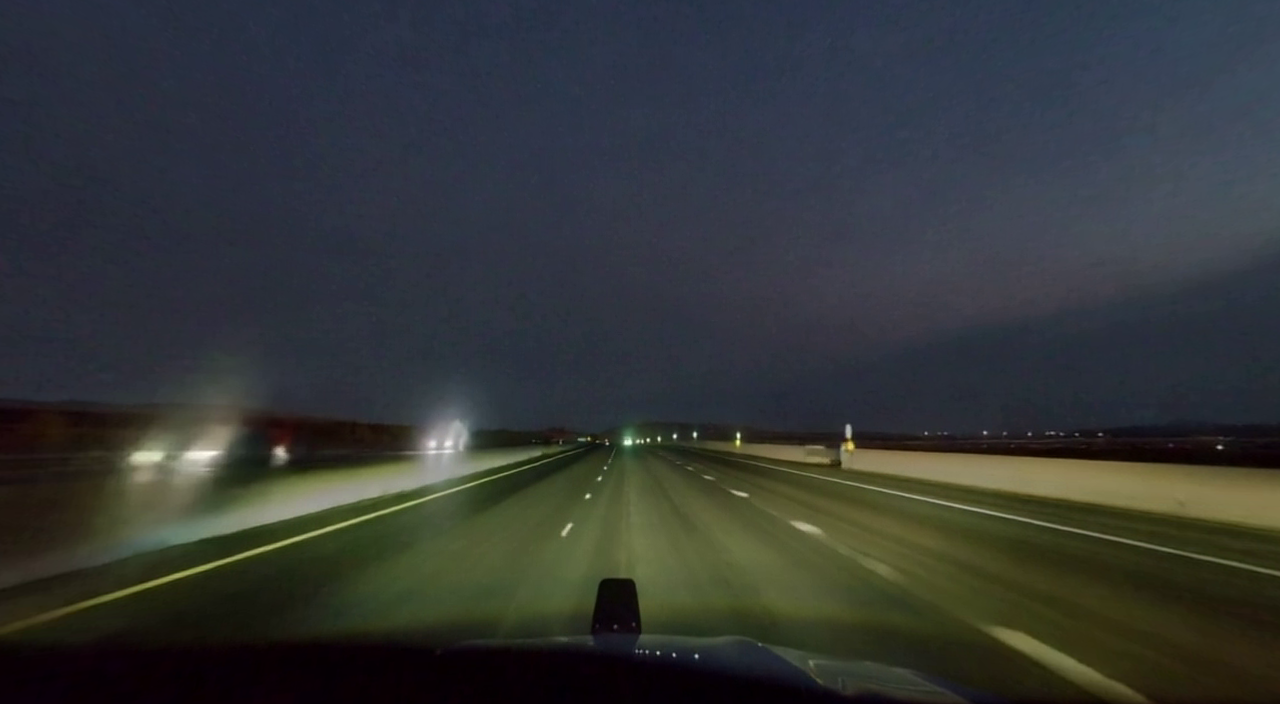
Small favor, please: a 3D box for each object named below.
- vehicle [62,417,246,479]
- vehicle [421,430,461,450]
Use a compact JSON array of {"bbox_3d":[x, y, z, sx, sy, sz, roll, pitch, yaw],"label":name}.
[{"bbox_3d":[-12.872,2.566,17.045,1.769,1.468,4.065,0,-8,-1],"label":"vehicle"},{"bbox_3d":[-15.672,6.979,49.723,1.817,1.483,4.157,0,-8,-1],"label":"vehicle"}]
